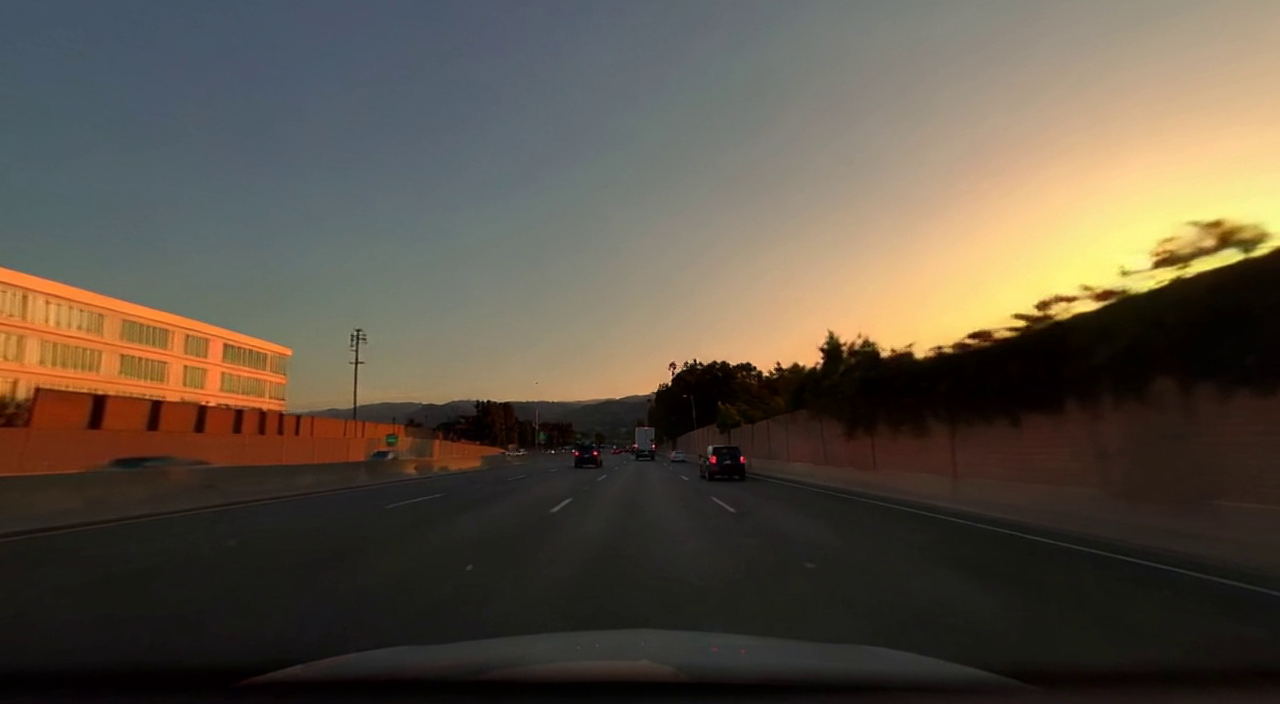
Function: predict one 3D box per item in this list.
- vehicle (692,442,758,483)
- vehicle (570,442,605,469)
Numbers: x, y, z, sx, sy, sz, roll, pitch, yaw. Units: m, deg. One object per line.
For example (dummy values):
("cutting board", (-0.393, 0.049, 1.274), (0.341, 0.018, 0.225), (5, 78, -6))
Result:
("vehicle", (3.428, 4.563, 26.238), (1.973, 1.536, 4.337), (0, -9, -2))
("vehicle", (-3.611, 7.255, 44.296), (2.014, 1.811, 4.369), (0, -9, 1))
